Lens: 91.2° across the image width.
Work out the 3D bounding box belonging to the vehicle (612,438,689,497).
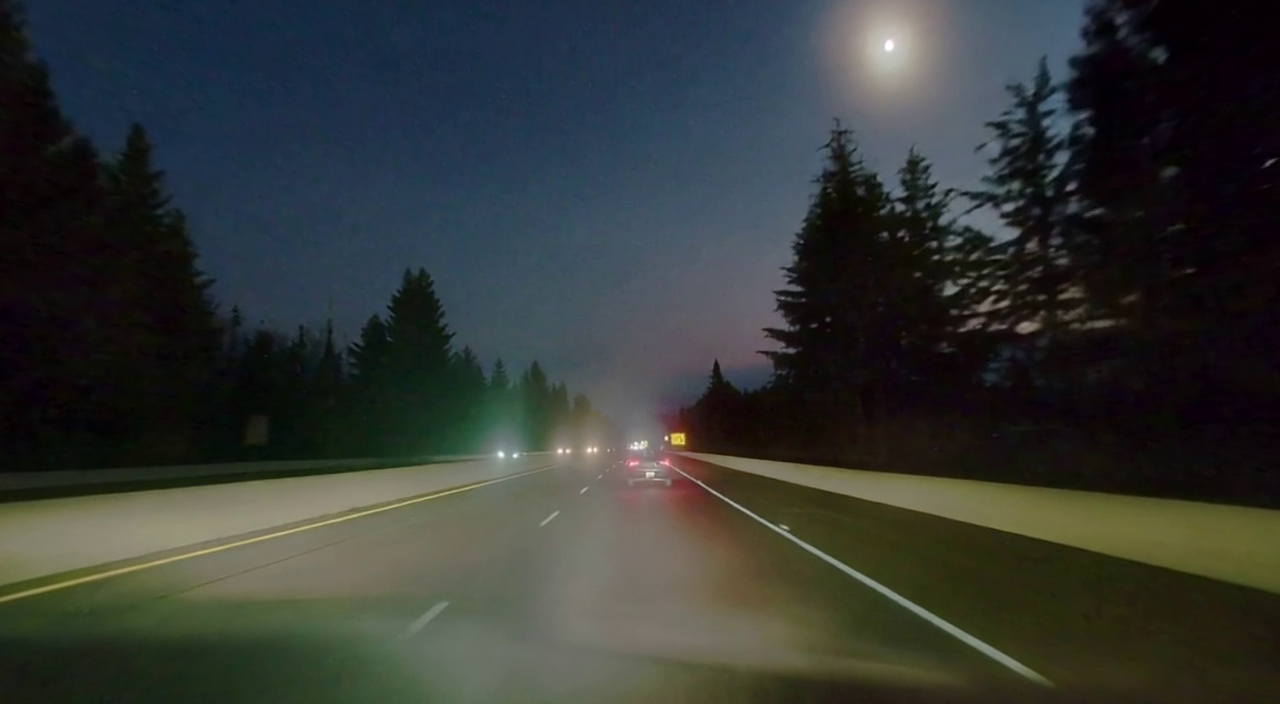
[{"bbox_3d":[0.187,3.400,18.825,2.021,1.533,4.014,0,-9,-3],"label":"vehicle"}]
